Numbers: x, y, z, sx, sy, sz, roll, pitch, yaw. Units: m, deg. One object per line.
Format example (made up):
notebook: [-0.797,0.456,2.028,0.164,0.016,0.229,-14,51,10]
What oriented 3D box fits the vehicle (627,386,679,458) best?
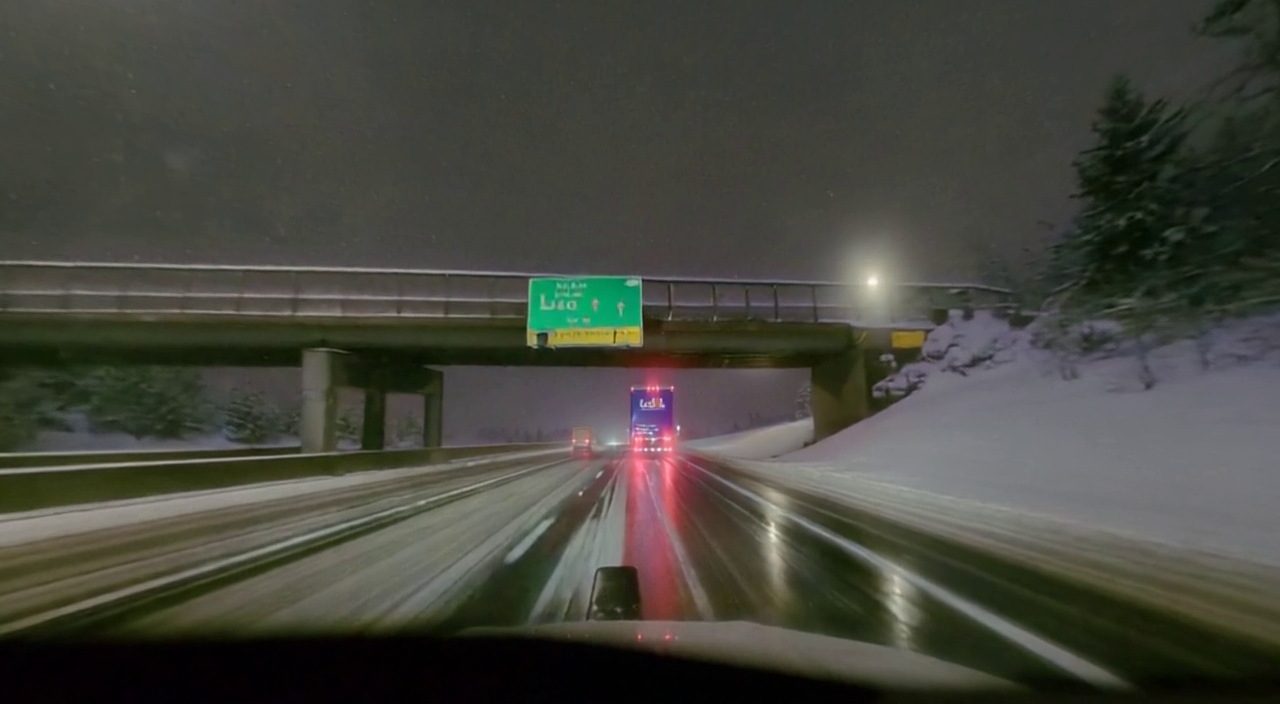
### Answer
vehicle: [0.777,5.112,44.388,3.034,4.194,14.704,0,-8,0]
